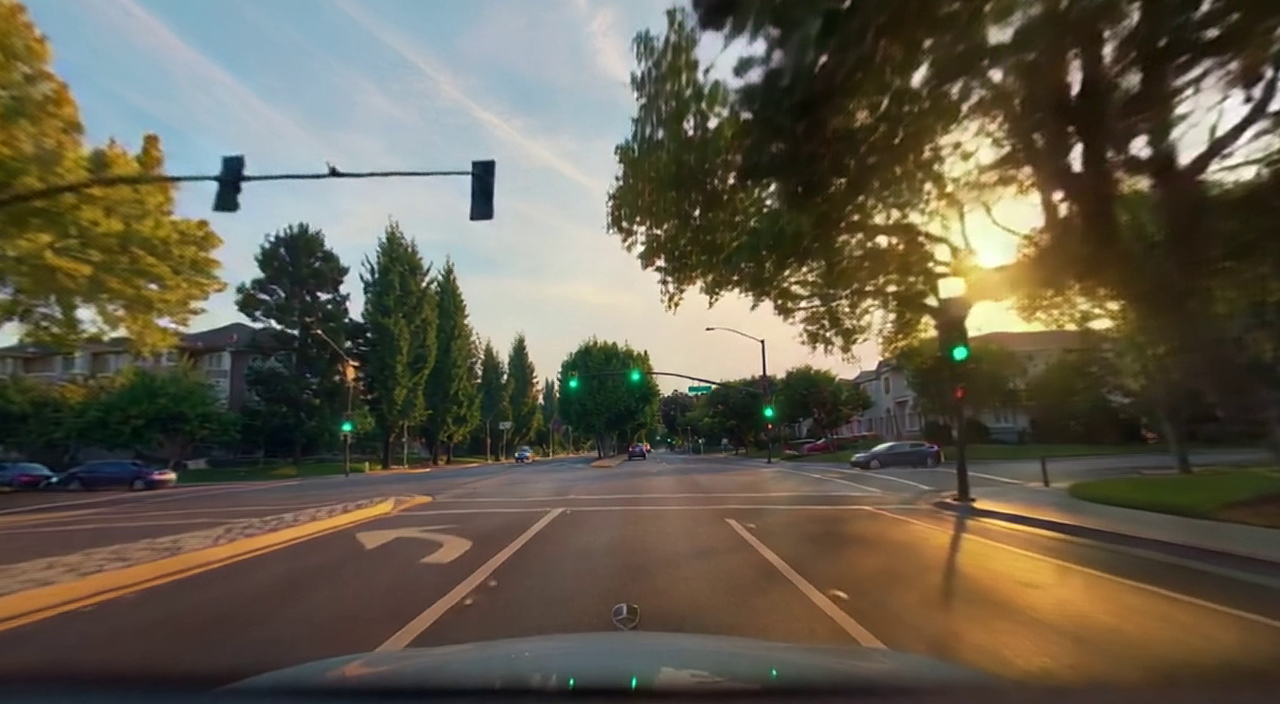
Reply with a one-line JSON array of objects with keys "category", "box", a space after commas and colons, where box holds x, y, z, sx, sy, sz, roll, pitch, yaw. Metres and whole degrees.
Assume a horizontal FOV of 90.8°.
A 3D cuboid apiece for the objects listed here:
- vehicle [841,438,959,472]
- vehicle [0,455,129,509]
[{"category": "vehicle", "box": [12.170, 4.855, 29.811, 4.611, 1.505, 2.029, 0, -9, -1]}, {"category": "vehicle", "box": [-22.295, 4.873, 23.789, 4.445, 1.805, 1.944, -1, -8, 2]}]
